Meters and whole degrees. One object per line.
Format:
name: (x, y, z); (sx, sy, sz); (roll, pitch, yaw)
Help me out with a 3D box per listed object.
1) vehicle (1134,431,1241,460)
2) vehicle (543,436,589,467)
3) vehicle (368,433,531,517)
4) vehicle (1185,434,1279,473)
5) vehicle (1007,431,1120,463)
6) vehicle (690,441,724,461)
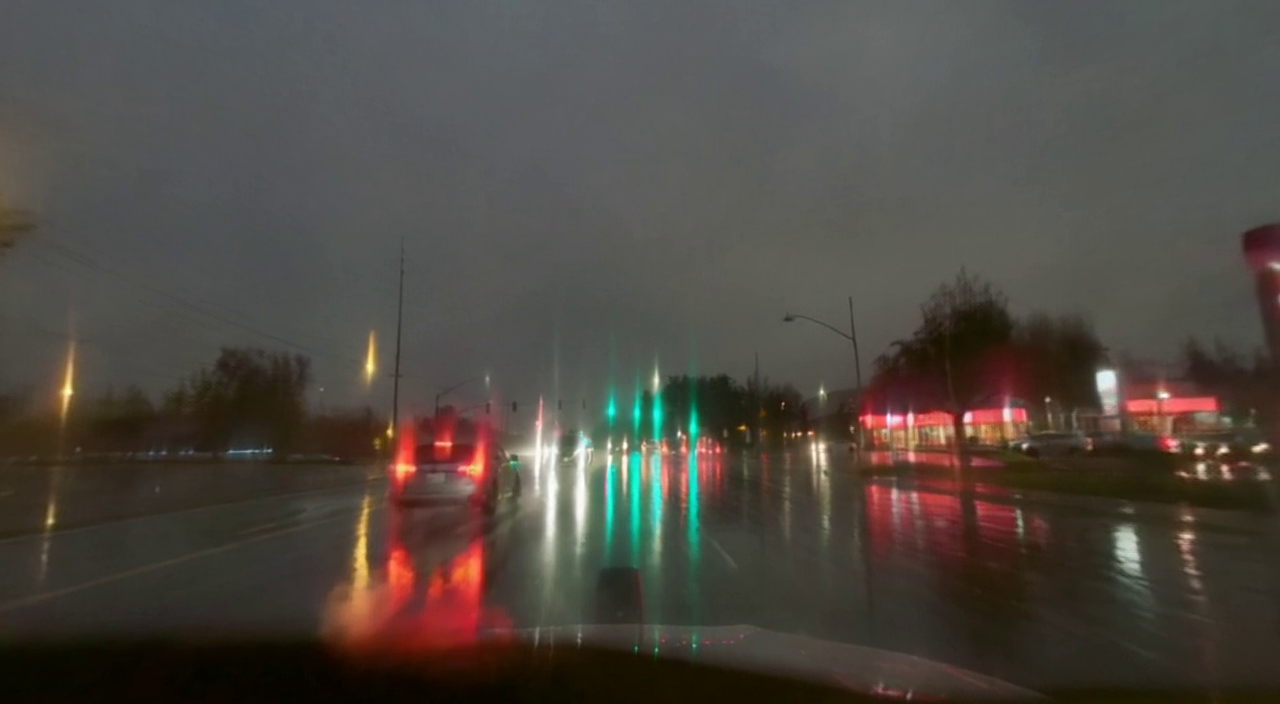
vehicle: (30.473, 5.233, 35.313); (3.985, 1.490, 2.047); (-4, -9, 25)
vehicle: (-4.163, 5.675, 36.293); (2.143, 1.643, 4.336); (0, -8, 0)
vehicle: (-3.848, 2.560, 13.773); (2.097, 1.497, 4.571); (0, -8, 1)
vehicle: (25.208, 4.027, 25.182); (4.799, 1.497, 1.952); (-4, -9, 22)
vehicle: (23.421, 5.281, 35.187); (4.824, 1.693, 1.984); (-3, -9, 21)
vehicle: (5.070, 7.565, 48.474); (2.017, 1.453, 4.497); (0, -8, -2)
